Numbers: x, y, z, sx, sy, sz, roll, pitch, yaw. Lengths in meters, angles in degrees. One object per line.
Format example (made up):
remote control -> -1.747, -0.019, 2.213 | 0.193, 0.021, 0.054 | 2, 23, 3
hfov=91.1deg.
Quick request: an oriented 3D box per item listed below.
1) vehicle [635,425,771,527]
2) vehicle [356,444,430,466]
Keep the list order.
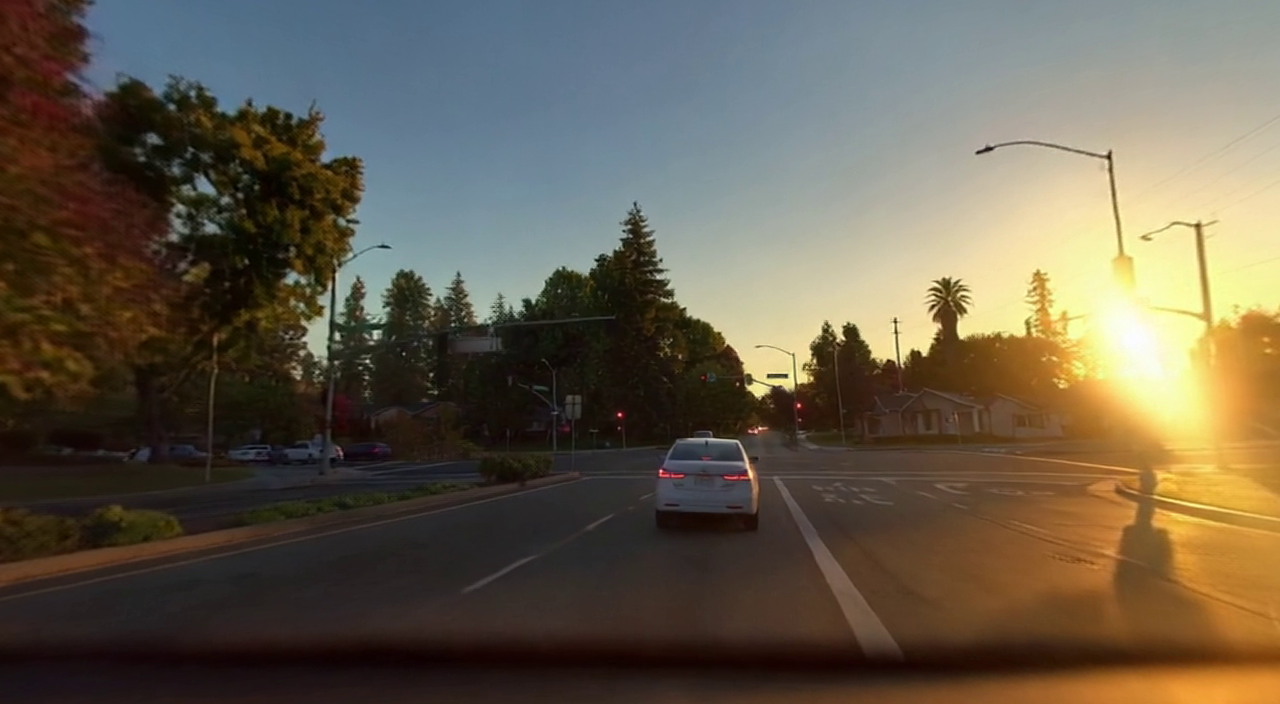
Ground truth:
vehicle -> 1.398, 2.308, 12.373 | 2.139, 1.564, 4.901 | -1, -9, 10
vehicle -> -17.293, 7.183, 43.924 | 4.735, 1.472, 1.932 | -4, -9, 23
